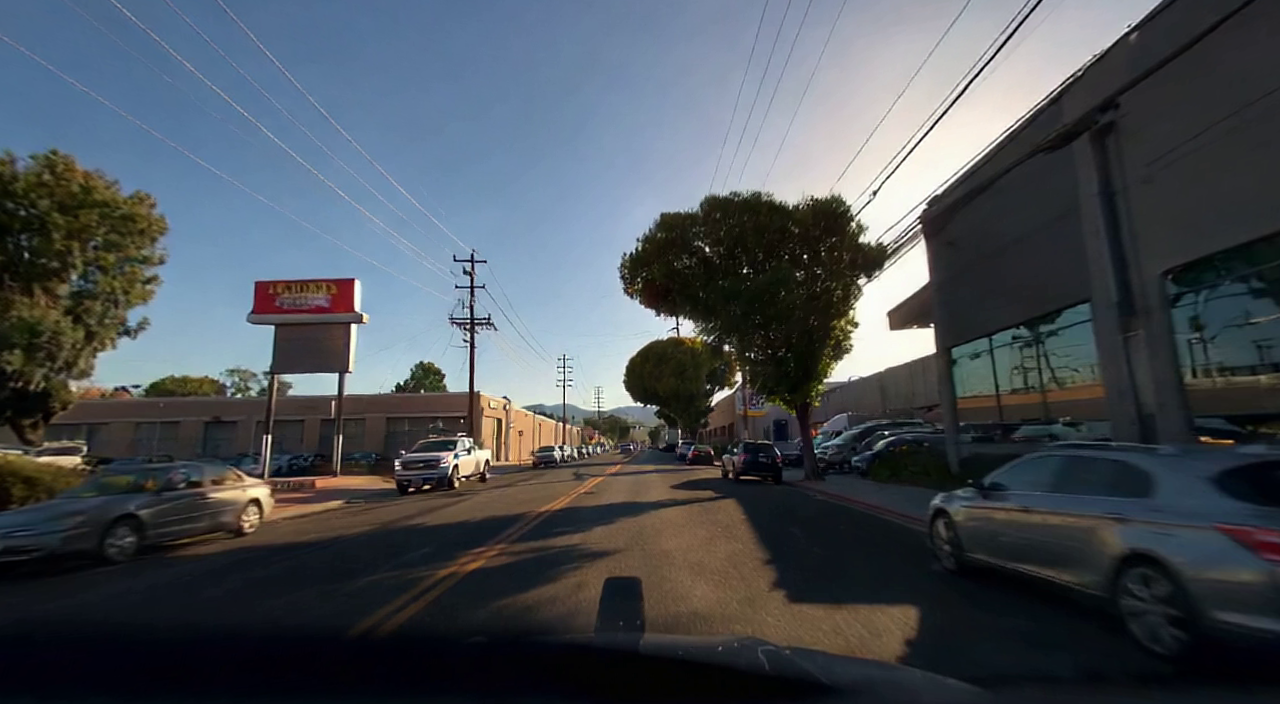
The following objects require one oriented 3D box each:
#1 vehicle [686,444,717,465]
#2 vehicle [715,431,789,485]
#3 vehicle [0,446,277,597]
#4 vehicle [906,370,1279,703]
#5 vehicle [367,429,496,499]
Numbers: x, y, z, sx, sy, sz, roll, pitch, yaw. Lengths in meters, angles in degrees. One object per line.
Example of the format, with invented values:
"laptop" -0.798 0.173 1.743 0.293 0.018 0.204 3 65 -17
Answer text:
"vehicle" 4.552 7.687 47.454 1.919 1.453 4.425 0 -8 0
"vehicle" 4.298 4.140 25.035 2.087 1.892 4.579 0 -8 0
"vehicle" -7.493 2.167 8.996 1.905 1.488 4.674 -3 -8 0
"vehicle" 4.119 1.272 5.396 1.944 1.801 3.874 0 -8 -1
"vehicle" -7.578 4.104 24.004 2.692 2.152 6.686 -2 -8 0
